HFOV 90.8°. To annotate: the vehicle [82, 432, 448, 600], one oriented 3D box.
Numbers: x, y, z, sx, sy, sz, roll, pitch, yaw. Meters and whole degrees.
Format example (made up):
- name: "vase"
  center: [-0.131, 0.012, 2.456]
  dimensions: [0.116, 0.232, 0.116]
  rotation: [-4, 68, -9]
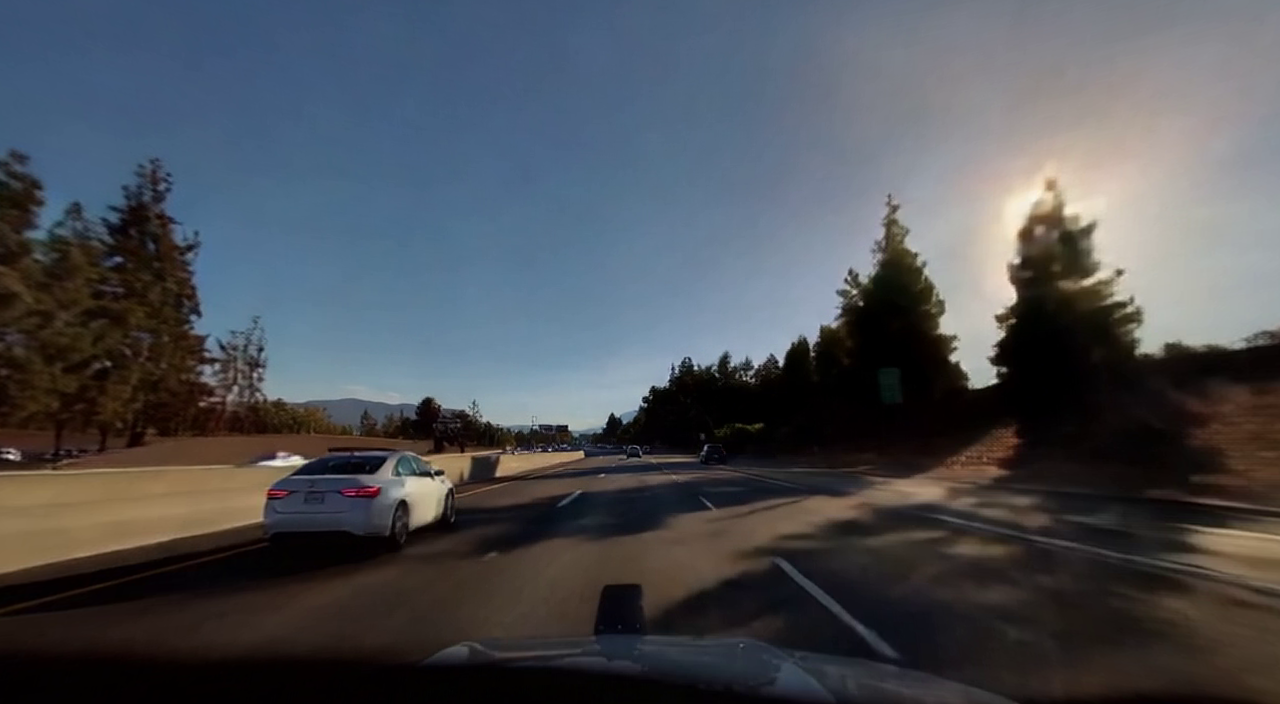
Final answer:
- name: "vehicle"
  center: [-4.166, 1.859, 8.109]
  dimensions: [2.050, 1.547, 4.266]
  rotation: [0, -9, 0]
